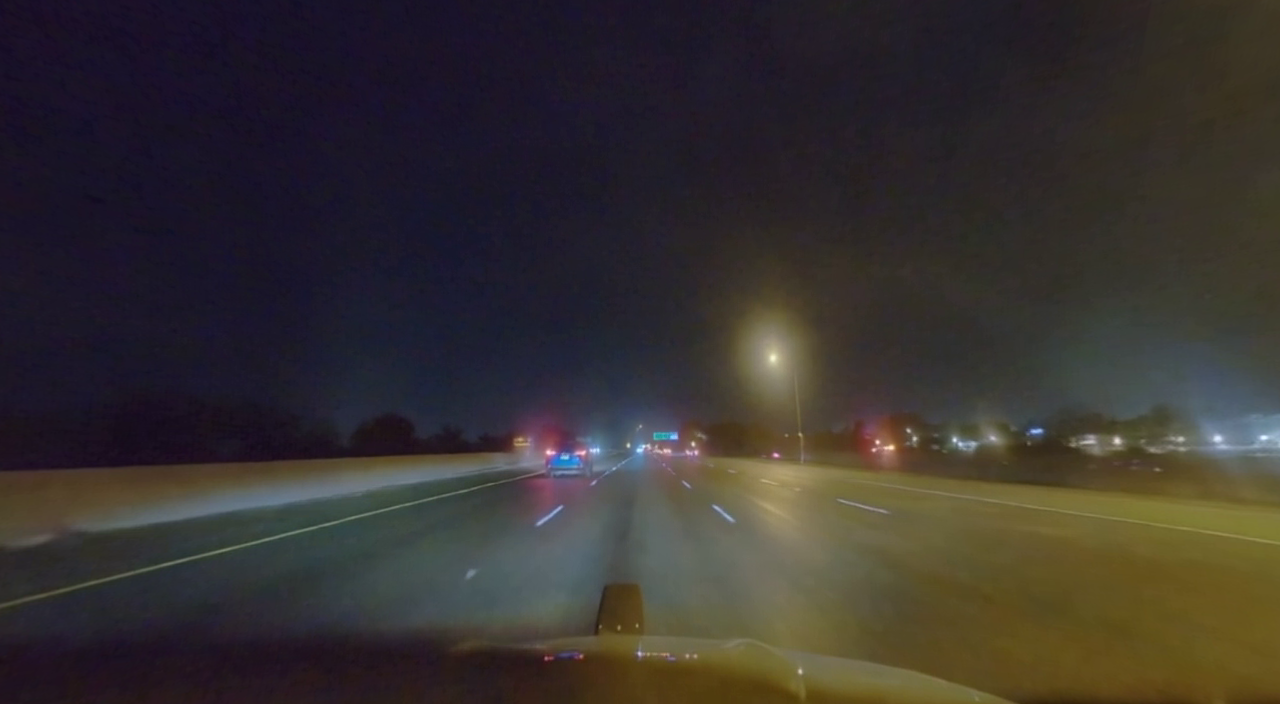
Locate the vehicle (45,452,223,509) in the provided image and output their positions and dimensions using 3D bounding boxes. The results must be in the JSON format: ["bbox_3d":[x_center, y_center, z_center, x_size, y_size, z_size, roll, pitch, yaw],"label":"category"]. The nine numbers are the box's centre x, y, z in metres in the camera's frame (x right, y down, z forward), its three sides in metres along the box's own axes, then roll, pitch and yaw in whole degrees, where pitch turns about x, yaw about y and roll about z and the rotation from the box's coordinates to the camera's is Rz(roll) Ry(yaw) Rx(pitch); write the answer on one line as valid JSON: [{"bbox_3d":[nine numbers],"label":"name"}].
[{"bbox_3d":[-15.592,3.929,19.798,1.879,1.526,4.404,0,-9,1],"label":"vehicle"}]

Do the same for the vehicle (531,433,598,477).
[{"bbox_3d":[-3.605,5.107,31.449,2.431,1.928,5.760,0,-9,2],"label":"vehicle"}]
